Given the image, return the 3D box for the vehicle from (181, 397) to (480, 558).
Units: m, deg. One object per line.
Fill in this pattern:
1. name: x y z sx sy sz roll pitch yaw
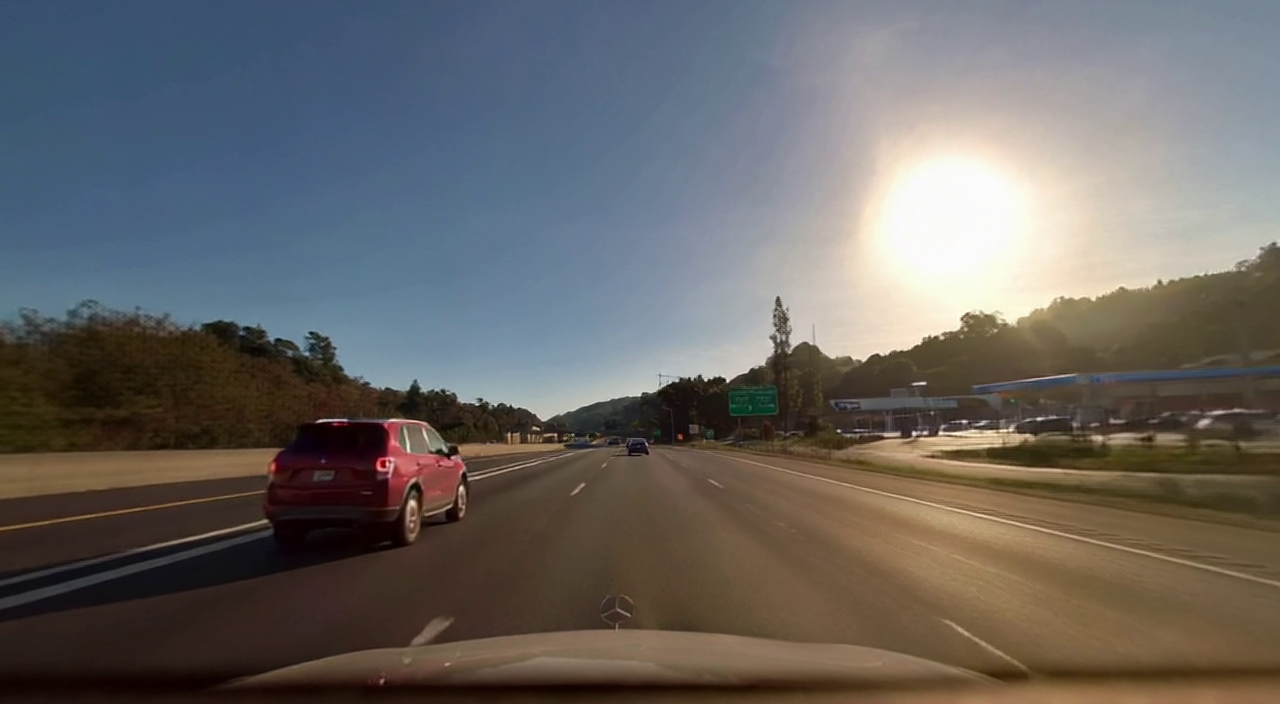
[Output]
1. vehicle: -3.931 1.654 9.127 2.061 1.732 4.457 0 -8 0

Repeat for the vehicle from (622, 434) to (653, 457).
1. vehicle: -0.199 6.918 46.799 2.151 1.550 4.694 0 -8 -1
